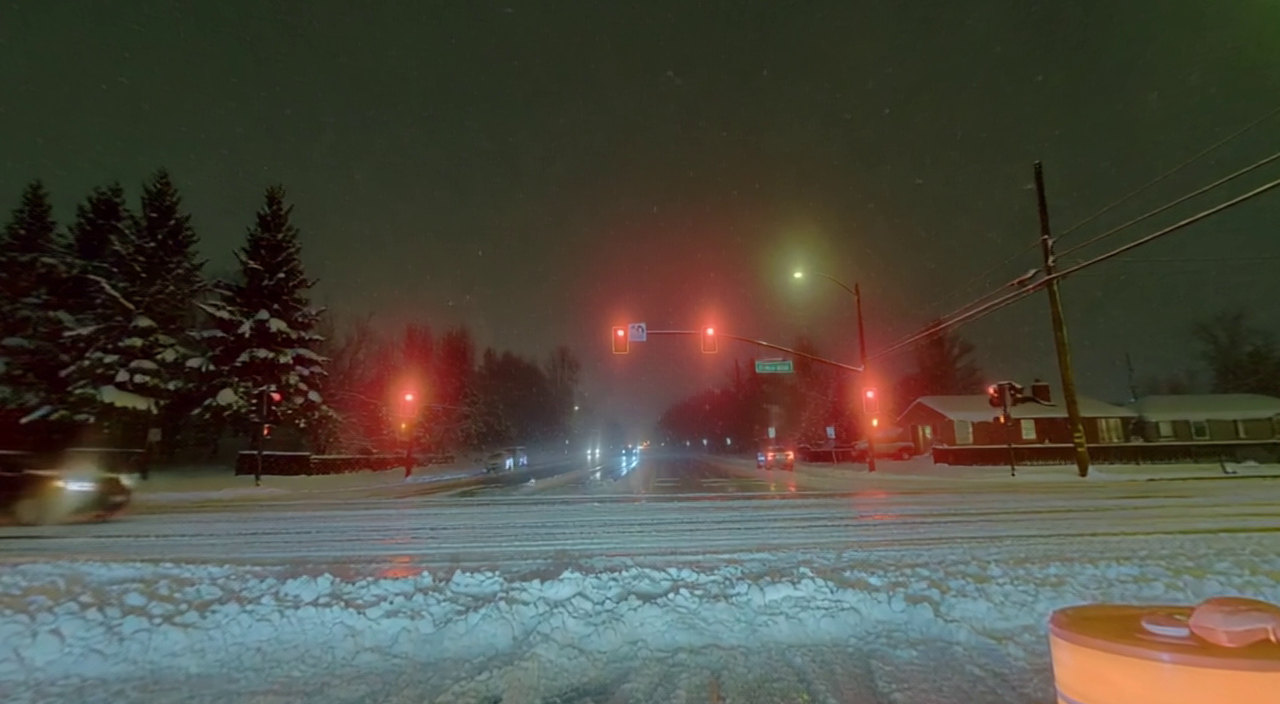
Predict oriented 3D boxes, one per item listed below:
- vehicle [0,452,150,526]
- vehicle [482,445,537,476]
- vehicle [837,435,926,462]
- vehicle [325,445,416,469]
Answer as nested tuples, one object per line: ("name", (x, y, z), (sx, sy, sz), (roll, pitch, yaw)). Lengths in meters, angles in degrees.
("vehicle", (-14.294, 3.019, 14.152), (4.860, 1.483, 2.077), (0, -8, -1))
("vehicle", (-6.605, 5.531, 32.397), (1.881, 1.452, 4.121), (0, -8, 0))
("vehicle", (15.376, 6.175, 40.326), (4.892, 1.656, 1.856), (0, -8, 0))
("vehicle", (-16.392, 6.377, 38.598), (4.713, 1.409, 1.918), (0, -8, -2))
